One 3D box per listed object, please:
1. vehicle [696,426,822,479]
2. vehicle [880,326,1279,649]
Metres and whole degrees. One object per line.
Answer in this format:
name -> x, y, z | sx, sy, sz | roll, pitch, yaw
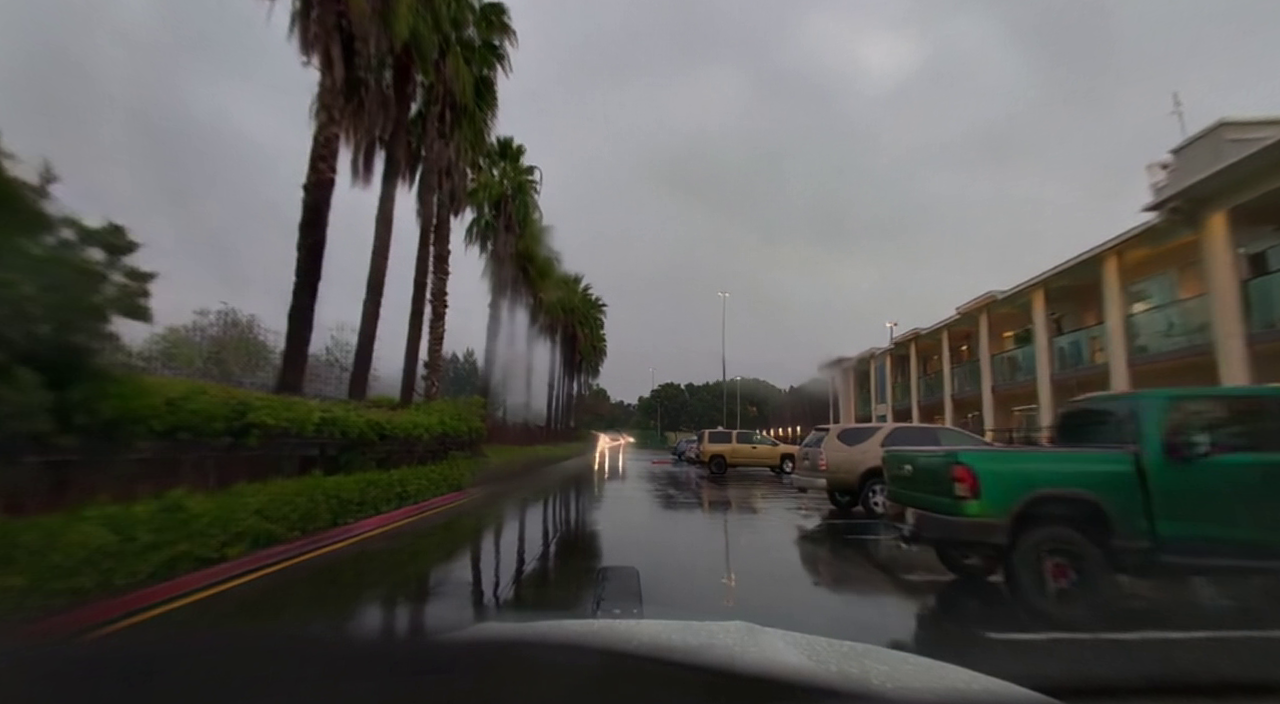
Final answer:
vehicle -> 4.683, 4.005, 25.249 | 4.609, 1.734, 1.909 | 3, -8, 0
vehicle -> 5.228, 1.095, 5.235 | 5.639, 2.033, 2.172 | 3, -7, 3
